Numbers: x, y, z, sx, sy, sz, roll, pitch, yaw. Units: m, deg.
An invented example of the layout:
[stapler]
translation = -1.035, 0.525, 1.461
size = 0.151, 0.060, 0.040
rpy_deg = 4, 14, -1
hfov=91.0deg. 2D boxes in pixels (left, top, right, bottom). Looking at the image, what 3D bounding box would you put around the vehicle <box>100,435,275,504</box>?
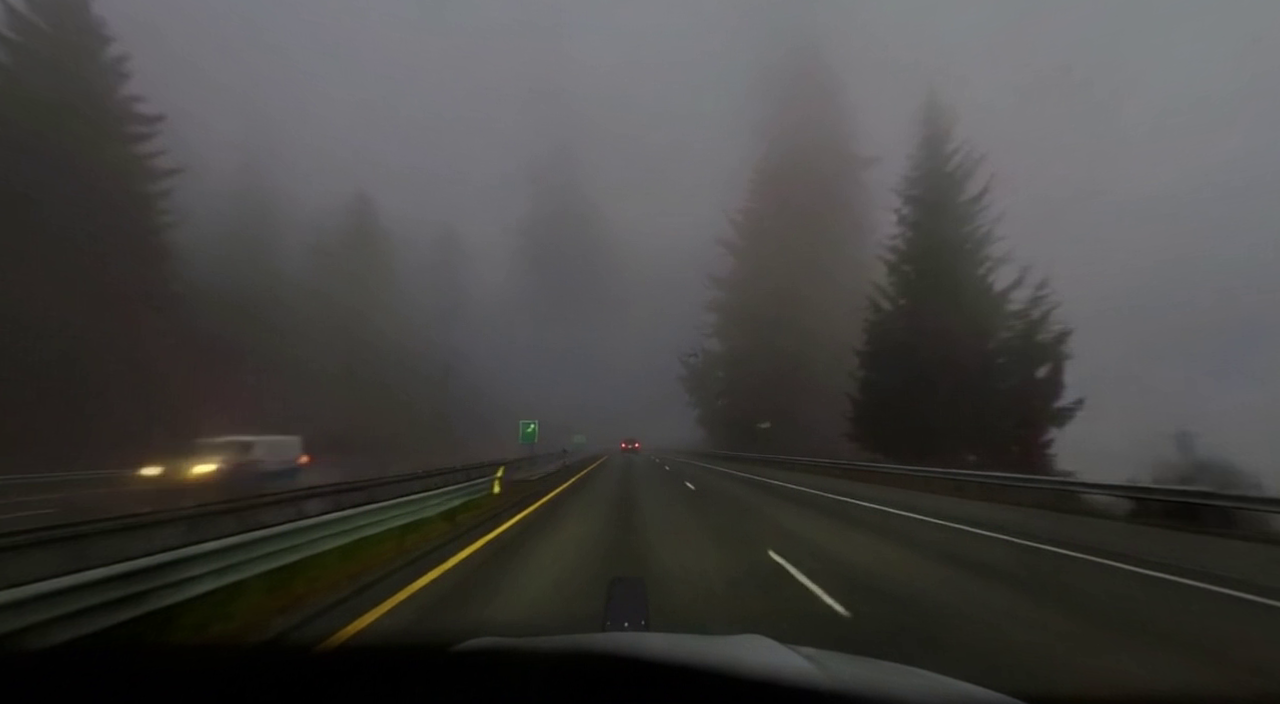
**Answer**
[vehicle]
translation = -12.441, 3.220, 17.691
size = 1.873, 1.685, 4.030
rpy_deg = 0, -8, 0
